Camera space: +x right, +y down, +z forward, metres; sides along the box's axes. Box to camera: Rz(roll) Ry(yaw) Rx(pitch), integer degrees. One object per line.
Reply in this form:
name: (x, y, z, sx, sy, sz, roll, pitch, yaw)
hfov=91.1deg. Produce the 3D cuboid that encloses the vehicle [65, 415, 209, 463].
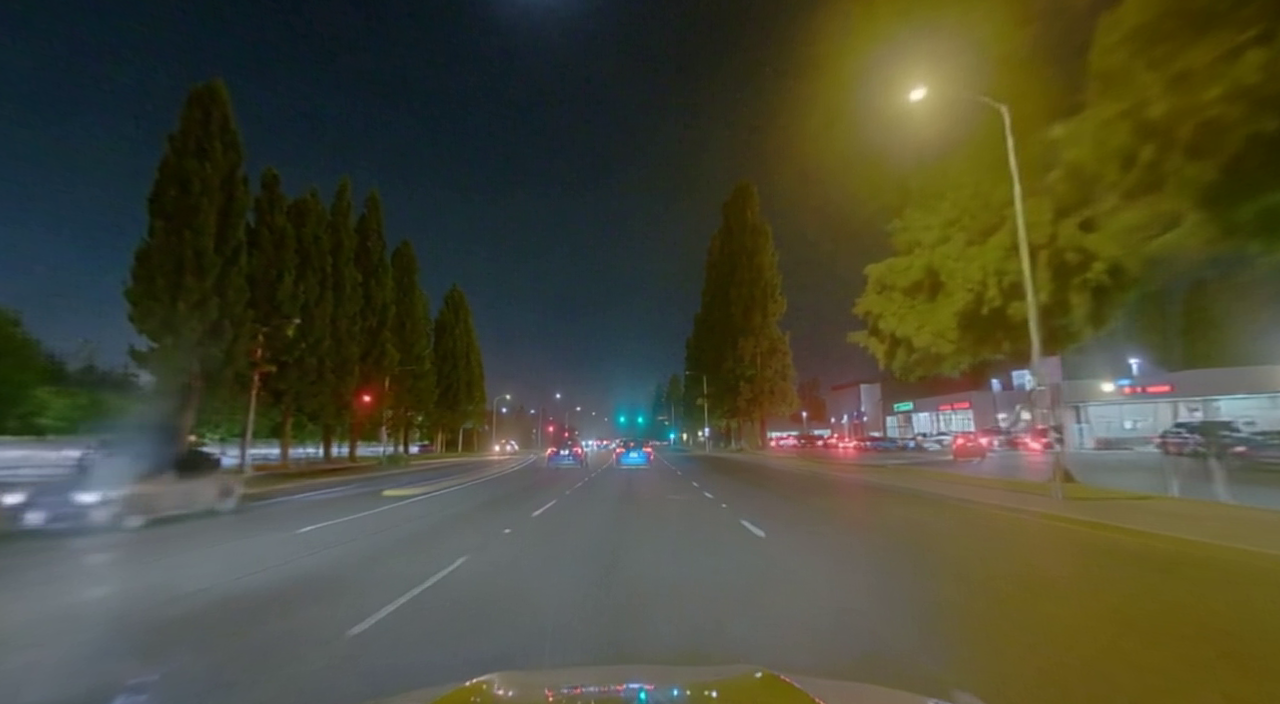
vehicle: (-35.158, 6.133, 44.110, 7.444, 3.245, 2.697, 0, -8, -2)

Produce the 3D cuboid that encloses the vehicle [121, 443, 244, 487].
vehicle: (-19.448, 4.782, 26.992, 1.946, 1.725, 4.508, 0, -8, -1)

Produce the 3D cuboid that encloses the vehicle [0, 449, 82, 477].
vehicle: (-34.436, 6.326, 35.716, 3.654, 1.375, 1.779, -1, -6, 0)

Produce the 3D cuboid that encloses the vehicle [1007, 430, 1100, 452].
vehicle: (29.891, 6.449, 45.503, 5.212, 1.538, 2.086, 0, -8, 1)

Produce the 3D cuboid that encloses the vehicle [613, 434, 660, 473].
vehicle: (-0.159, 4.683, 29.186, 2.042, 1.641, 4.187, 0, -8, 0)

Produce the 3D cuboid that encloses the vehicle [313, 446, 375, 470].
vehicle: (-19.970, 7.150, 42.551, 1.994, 1.475, 4.521, 0, -8, 0)

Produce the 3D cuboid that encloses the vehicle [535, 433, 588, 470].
vehicle: (-3.926, 5.045, 32.014, 2.113, 1.713, 4.422, 0, -8, 0)

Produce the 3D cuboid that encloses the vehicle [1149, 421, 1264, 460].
vehicle: (31.317, 4.904, 34.806, 4.175, 2.084, 2.155, 0, -9, 1)
